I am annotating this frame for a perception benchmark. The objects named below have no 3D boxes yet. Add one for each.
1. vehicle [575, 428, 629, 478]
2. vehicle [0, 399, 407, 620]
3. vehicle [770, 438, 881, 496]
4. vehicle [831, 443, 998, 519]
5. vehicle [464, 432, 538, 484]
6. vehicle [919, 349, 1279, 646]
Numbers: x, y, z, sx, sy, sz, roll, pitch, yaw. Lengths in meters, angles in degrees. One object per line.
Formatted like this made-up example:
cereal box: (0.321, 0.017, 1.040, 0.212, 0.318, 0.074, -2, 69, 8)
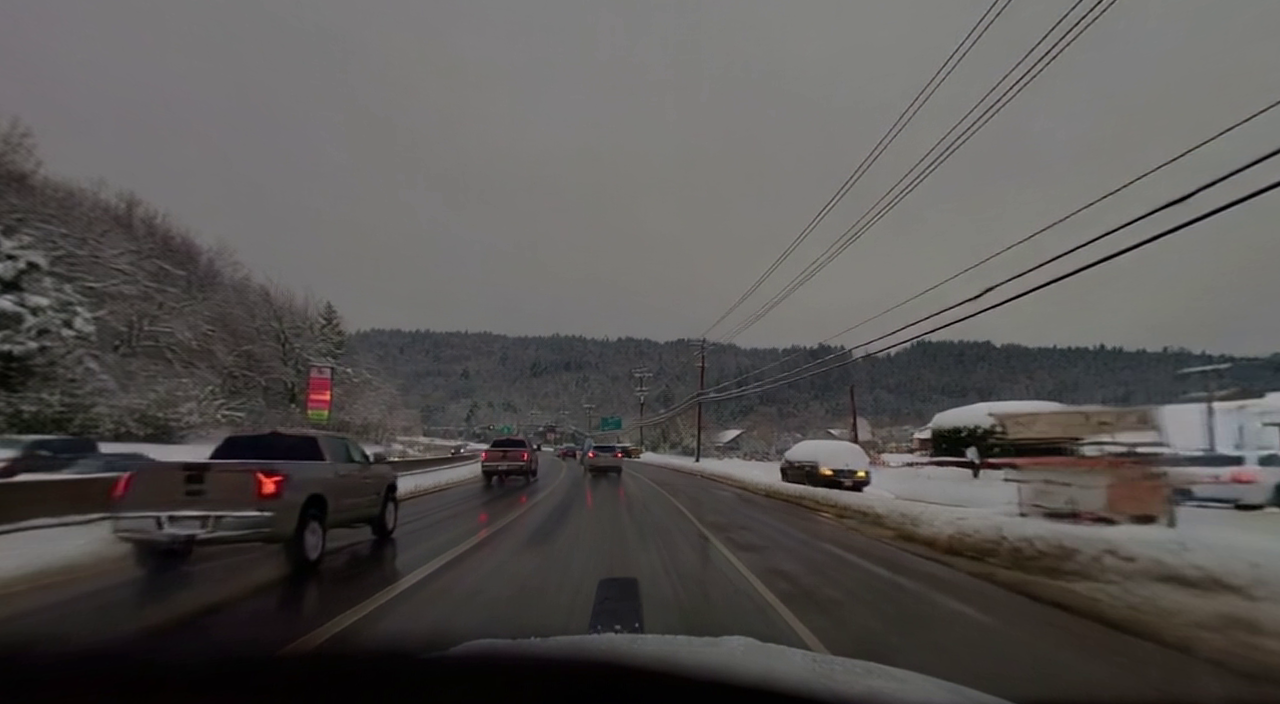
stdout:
vehicle: (-2.022, 5.094, 31.874, 2.486, 2.280, 5.291, 1, -9, -6)
vehicle: (-4.612, 1.588, 7.320, 2.185, 1.721, 4.550, 0, -9, -2)
vehicle: (6.100, 3.827, 21.414, 2.058, 1.747, 4.585, 1, -9, -4)
vehicle: (6.190, 2.936, 14.962, 1.877, 1.503, 4.653, 0, -9, 0)
vehicle: (-5.941, 4.611, 27.783, 2.345, 2.012, 5.693, 1, -9, -4)
vehicle: (6.050, 1.429, 6.938, 2.706, 2.199, 6.527, 0, -9, -3)
